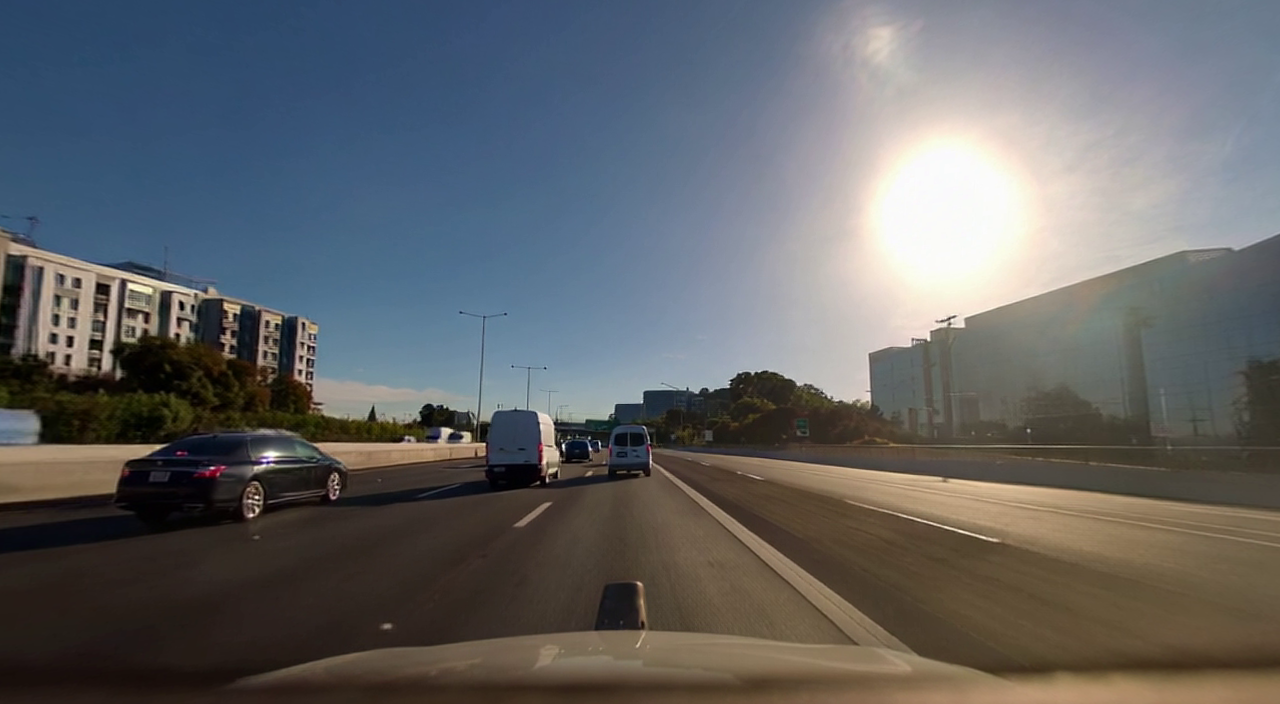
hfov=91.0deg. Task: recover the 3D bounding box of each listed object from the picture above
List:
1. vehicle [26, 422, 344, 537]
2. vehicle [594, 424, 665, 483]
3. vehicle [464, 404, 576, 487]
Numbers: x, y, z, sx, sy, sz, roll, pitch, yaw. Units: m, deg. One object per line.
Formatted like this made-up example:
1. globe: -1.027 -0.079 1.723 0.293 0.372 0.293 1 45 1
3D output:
1. vehicle: -7.075 2.021 10.625 1.959 1.493 4.575 0 -9 0
2. vehicle: -0.316 3.477 21.673 2.207 1.807 4.199 0 -9 0
3. vehicle: -3.657 3.057 20.611 2.504 2.276 5.933 0 -9 0
